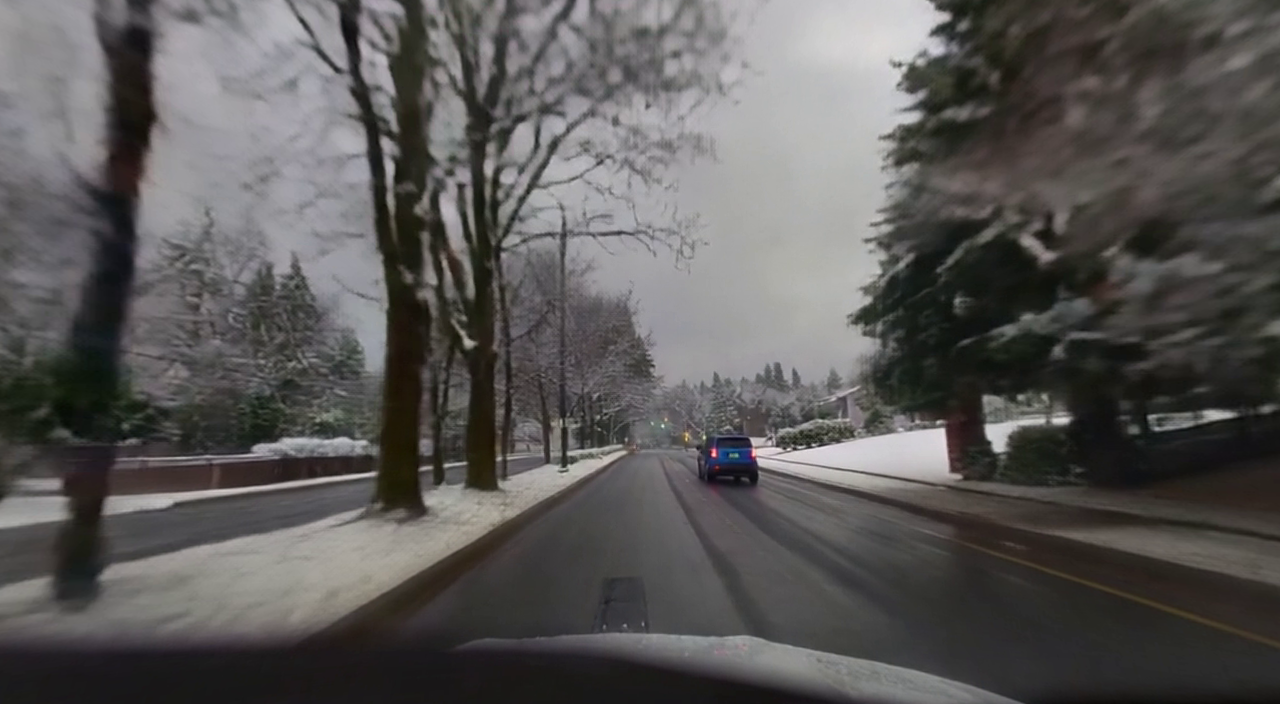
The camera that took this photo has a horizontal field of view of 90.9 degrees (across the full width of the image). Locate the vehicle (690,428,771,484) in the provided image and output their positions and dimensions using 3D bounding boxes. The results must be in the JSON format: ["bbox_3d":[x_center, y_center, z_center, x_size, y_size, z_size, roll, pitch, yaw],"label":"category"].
[{"bbox_3d":[3.064,3.671,22.471,2.180,1.773,4.639,0,-8,0],"label":"vehicle"}]
